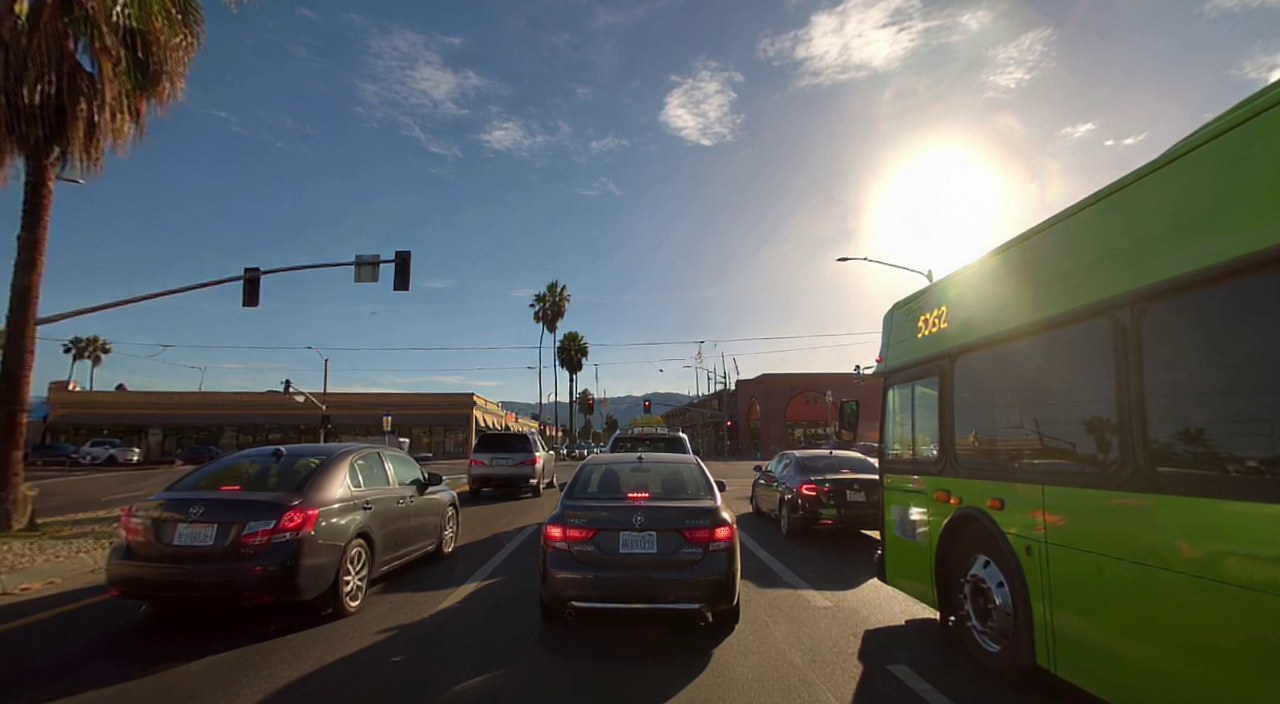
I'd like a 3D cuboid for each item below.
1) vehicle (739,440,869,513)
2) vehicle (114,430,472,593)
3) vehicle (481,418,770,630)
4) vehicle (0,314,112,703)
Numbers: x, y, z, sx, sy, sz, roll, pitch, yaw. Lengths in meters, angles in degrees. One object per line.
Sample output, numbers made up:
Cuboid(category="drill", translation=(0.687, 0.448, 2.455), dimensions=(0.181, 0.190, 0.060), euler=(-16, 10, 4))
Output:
Cuboid(category="vehicle", translation=(3.704, 2.879, 15.168), dimensions=(1.989, 1.467, 4.364), euler=(0, -9, 1))
Cuboid(category="vehicle", translation=(-3.628, 1.721, 7.705), dimensions=(1.919, 1.415, 4.178), euler=(0, -9, 1))
Cuboid(category="vehicle", translation=(-0.113, 1.521, 6.503), dimensions=(2.060, 1.499, 3.831), euler=(0, -9, 0))
Cuboid(category="vehicle", translation=(-3.569, 0.468, 0.338), dimensions=(2.145, 1.824, 4.974), euler=(0, -9, 2))
